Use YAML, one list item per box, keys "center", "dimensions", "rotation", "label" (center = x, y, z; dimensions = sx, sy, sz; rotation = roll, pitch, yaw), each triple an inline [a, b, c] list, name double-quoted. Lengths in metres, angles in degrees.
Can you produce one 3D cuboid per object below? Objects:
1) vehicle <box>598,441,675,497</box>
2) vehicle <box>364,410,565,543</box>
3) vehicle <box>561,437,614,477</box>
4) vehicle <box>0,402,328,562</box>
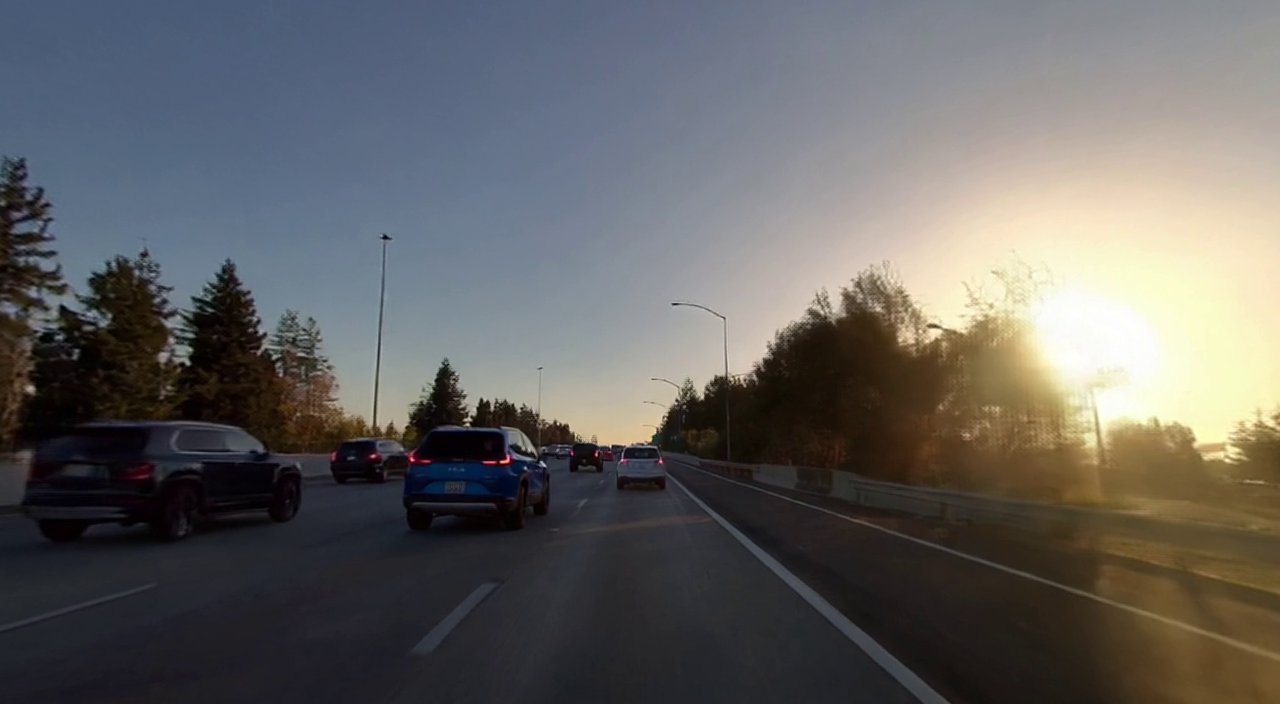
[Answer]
- center: [-0.120, 3.446, 18.976]
  dimensions: [2.068, 1.488, 4.045]
  rotation: [0, -9, -1]
  label: "vehicle"
- center: [-2.641, 2.009, 10.692]
  dimensions: [2.123, 1.798, 4.108]
  rotation: [0, -9, 1]
  label: "vehicle"
- center: [-2.464, 5.104, 30.745]
  dimensions: [2.125, 1.771, 4.721]
  rotation: [0, -9, 0]
  label: "vehicle"
- center: [-7.064, 1.846, 9.600]
  dimensions: [2.162, 1.823, 4.566]
  rotation: [0, -9, 1]
  label: "vehicle"
